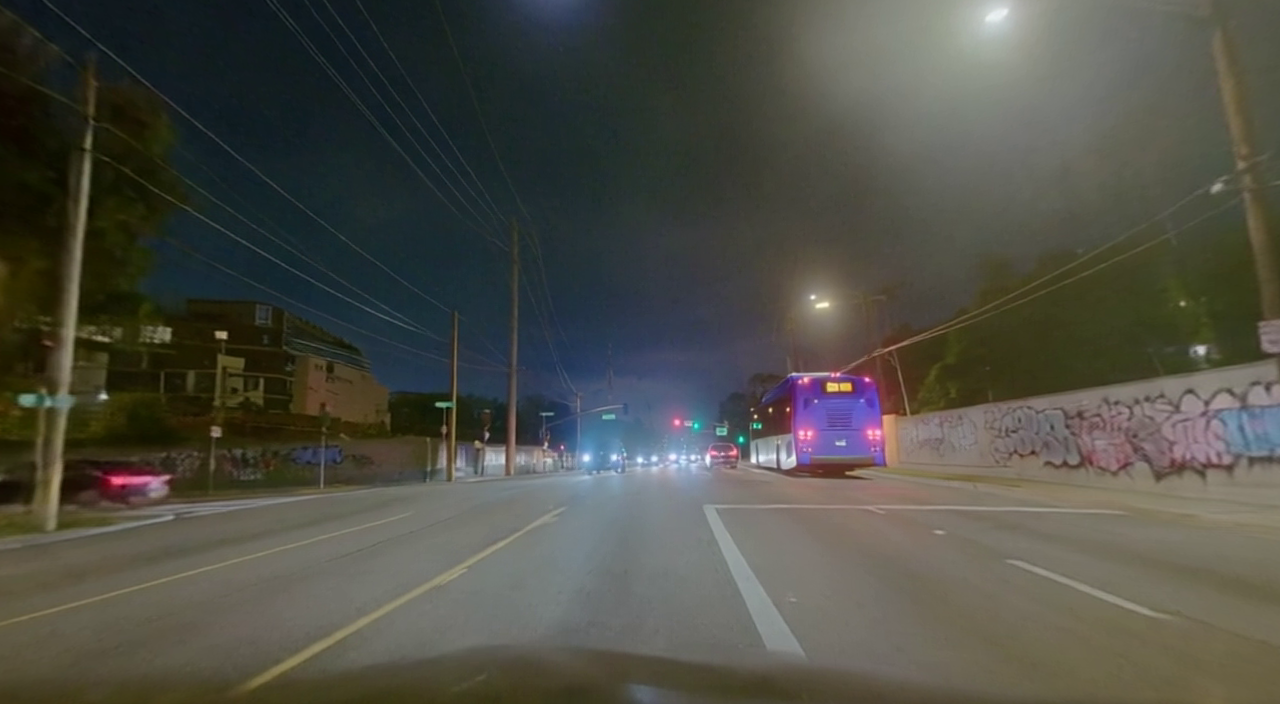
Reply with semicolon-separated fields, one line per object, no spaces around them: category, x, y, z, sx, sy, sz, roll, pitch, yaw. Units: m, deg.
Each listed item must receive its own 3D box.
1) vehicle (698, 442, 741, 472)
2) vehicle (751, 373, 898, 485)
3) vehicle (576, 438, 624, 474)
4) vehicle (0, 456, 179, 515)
vehicle;4.269;5.677;34.342;1.961;1.470;4.196;-1;-8;3
vehicle;6.831;3.314;25.970;3.045;3.447;12.604;-1;-9;4
vehicle;-2.082;5.610;34.180;2.015;1.818;4.061;-1;-9;5
vehicle;-16.385;3.825;18.281;4.420;1.544;2.018;0;-9;-2
